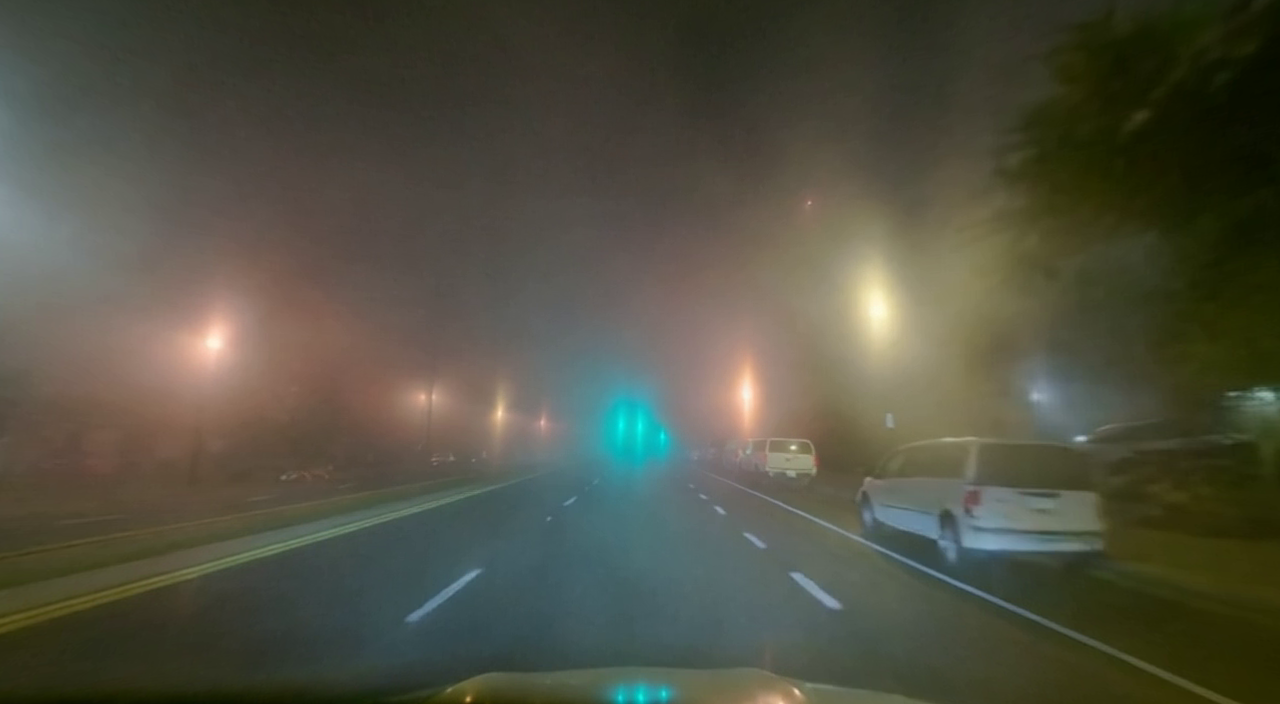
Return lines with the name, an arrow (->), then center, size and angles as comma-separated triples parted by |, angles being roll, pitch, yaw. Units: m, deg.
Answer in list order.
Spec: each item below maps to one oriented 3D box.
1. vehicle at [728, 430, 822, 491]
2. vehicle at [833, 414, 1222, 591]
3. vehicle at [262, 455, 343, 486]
vehicle -> 4.467, 3.694, 21.836 | 2.078, 1.837, 5.088 | 0, -9, -1
vehicle -> 4.578, 1.849, 8.753 | 2.154, 1.718, 4.980 | 0, -9, -1
vehicle -> -17.669, 6.211, 33.351 | 1.831, 1.428, 4.456 | -1, -9, -1
